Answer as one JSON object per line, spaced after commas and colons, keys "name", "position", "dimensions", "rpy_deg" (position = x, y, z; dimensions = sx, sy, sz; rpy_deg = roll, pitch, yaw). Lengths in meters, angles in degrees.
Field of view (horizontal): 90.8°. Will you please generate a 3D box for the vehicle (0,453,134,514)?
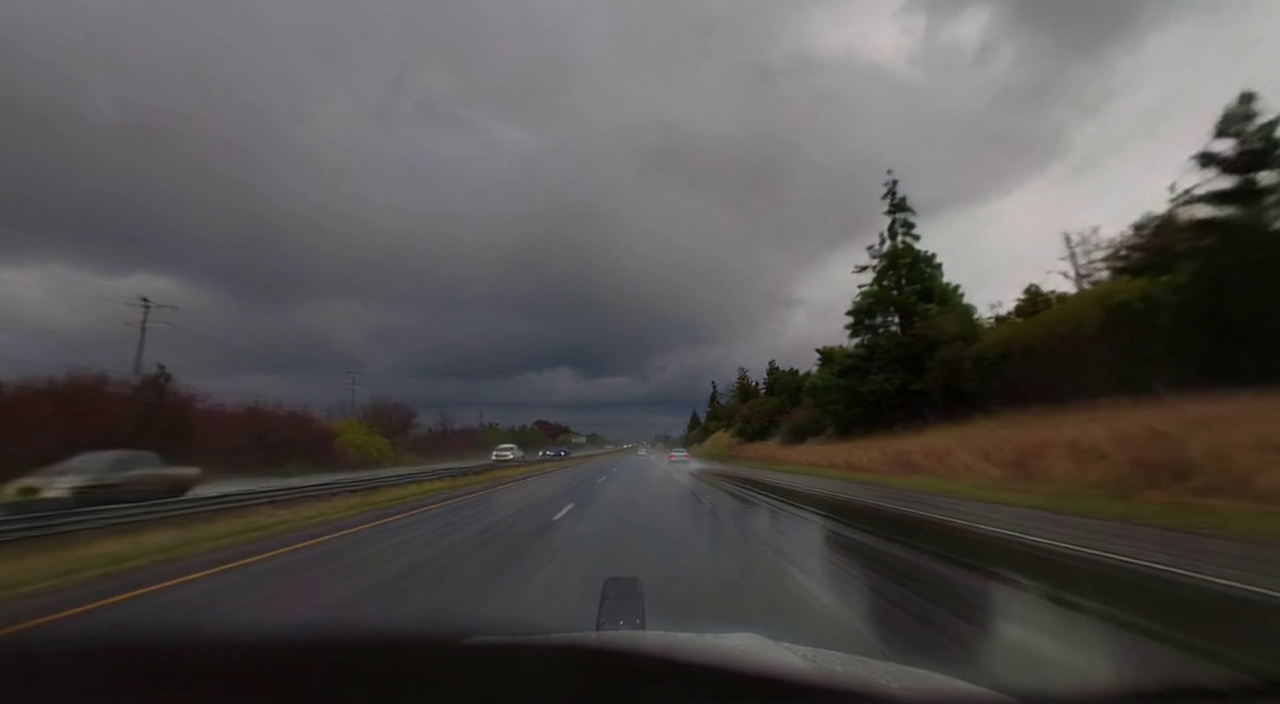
{"name": "vehicle", "position": [-16.278, 3.484, 17.139], "dimensions": [1.789, 1.446, 3.886], "rpy_deg": [0, -9, 0]}
